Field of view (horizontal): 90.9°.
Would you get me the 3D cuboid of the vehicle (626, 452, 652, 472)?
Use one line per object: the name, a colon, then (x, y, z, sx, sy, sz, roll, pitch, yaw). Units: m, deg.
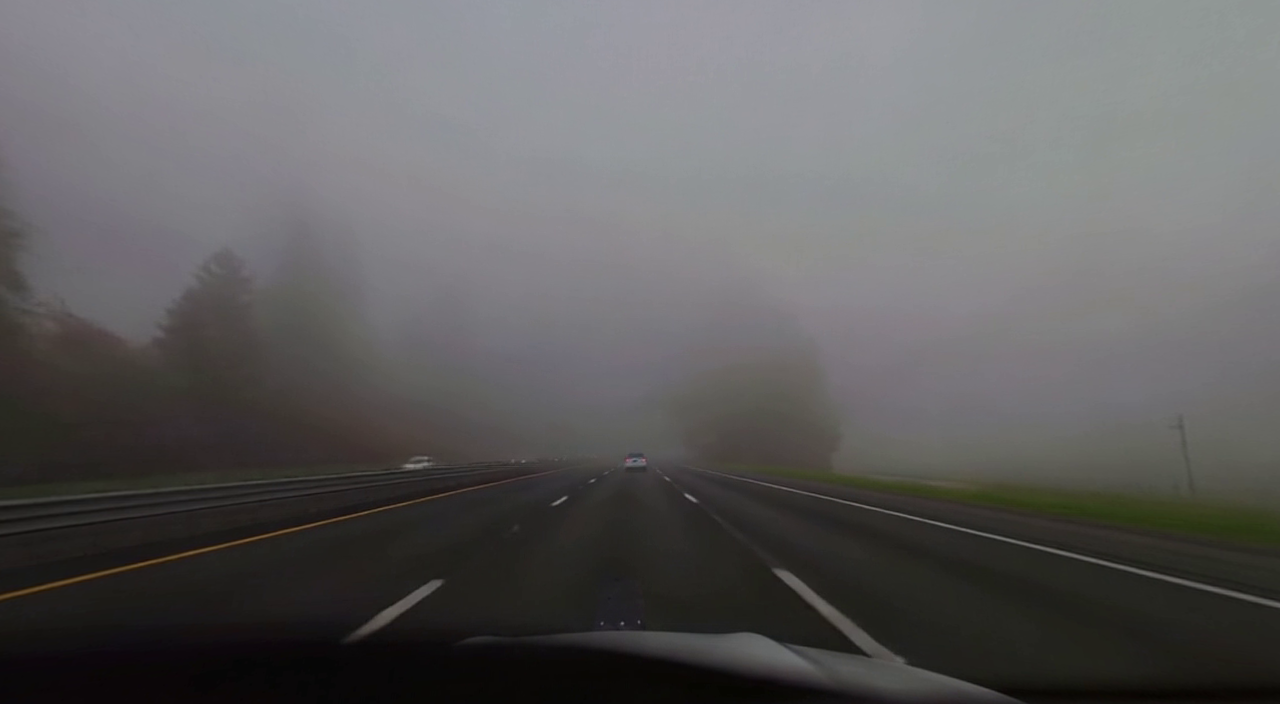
vehicle: (-0.099, 8.506, 48.945, 1.964, 1.483, 4.016, 0, -9, -1)
